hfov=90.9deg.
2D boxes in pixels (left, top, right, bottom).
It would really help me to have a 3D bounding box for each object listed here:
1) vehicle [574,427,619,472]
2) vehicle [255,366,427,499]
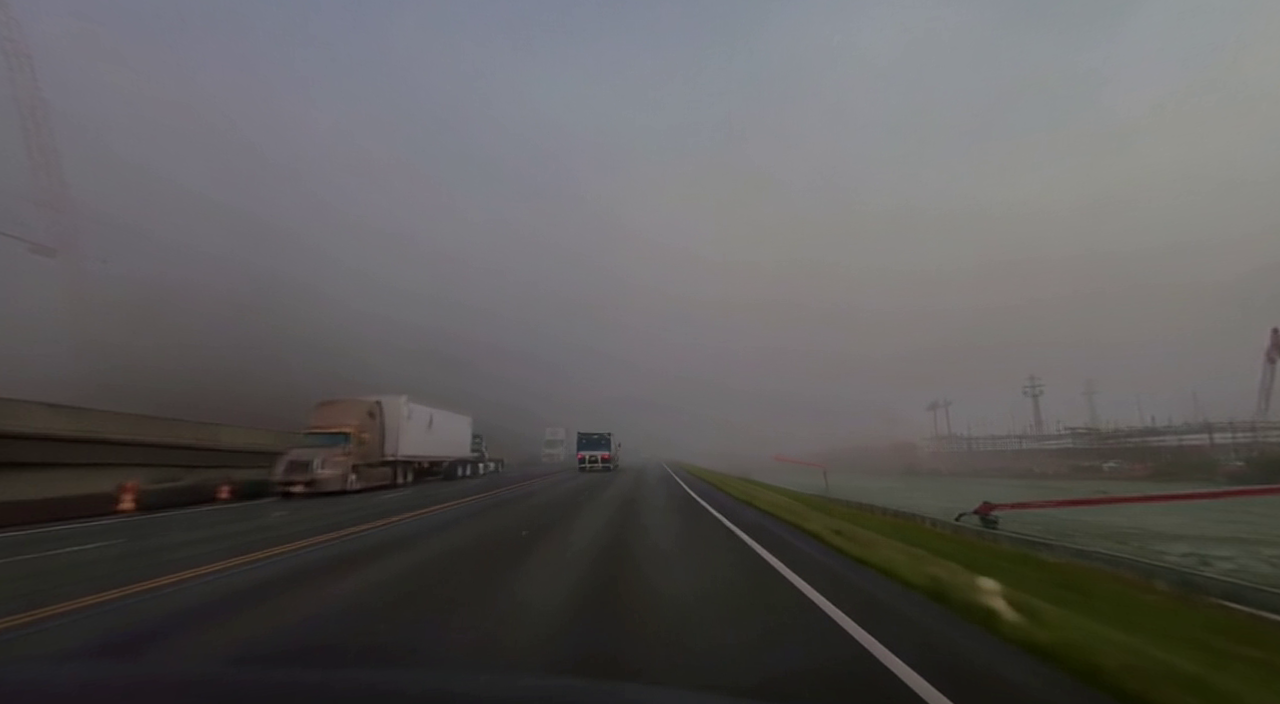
[{"bbox_3d":[-2.872,6.691,43.225,2.565,2.771,6.641,0,-9,1],"label":"vehicle"},{"bbox_3d":[-10.006,2.853,21.976,2.918,3.990,5.826,0,-9,1],"label":"vehicle"}]
